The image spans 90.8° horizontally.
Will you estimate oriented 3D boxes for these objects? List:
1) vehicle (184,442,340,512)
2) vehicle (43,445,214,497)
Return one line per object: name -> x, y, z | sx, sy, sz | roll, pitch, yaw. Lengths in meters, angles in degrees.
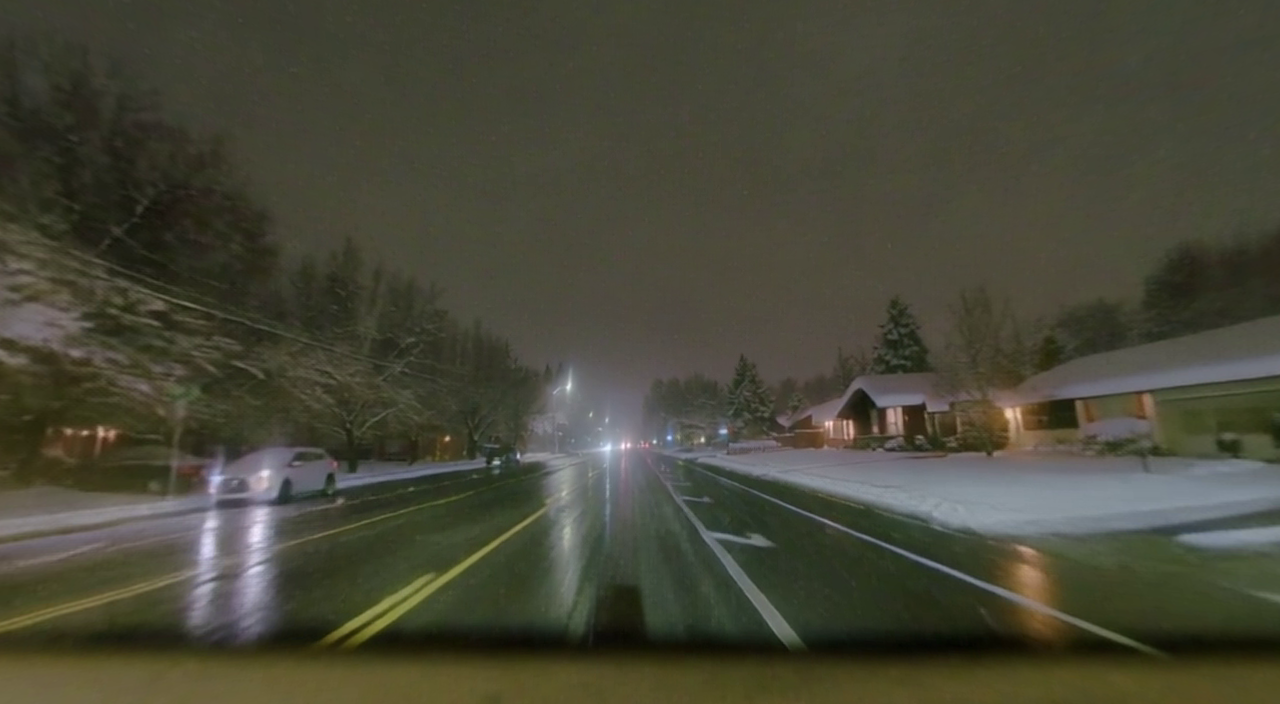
vehicle -> -11.804, 3.923, 20.256 | 2.062, 1.821, 4.880 | -3, -10, -1
vehicle -> -19.370, 4.496, 24.100 | 4.668, 1.824, 1.999 | 0, -9, -1
